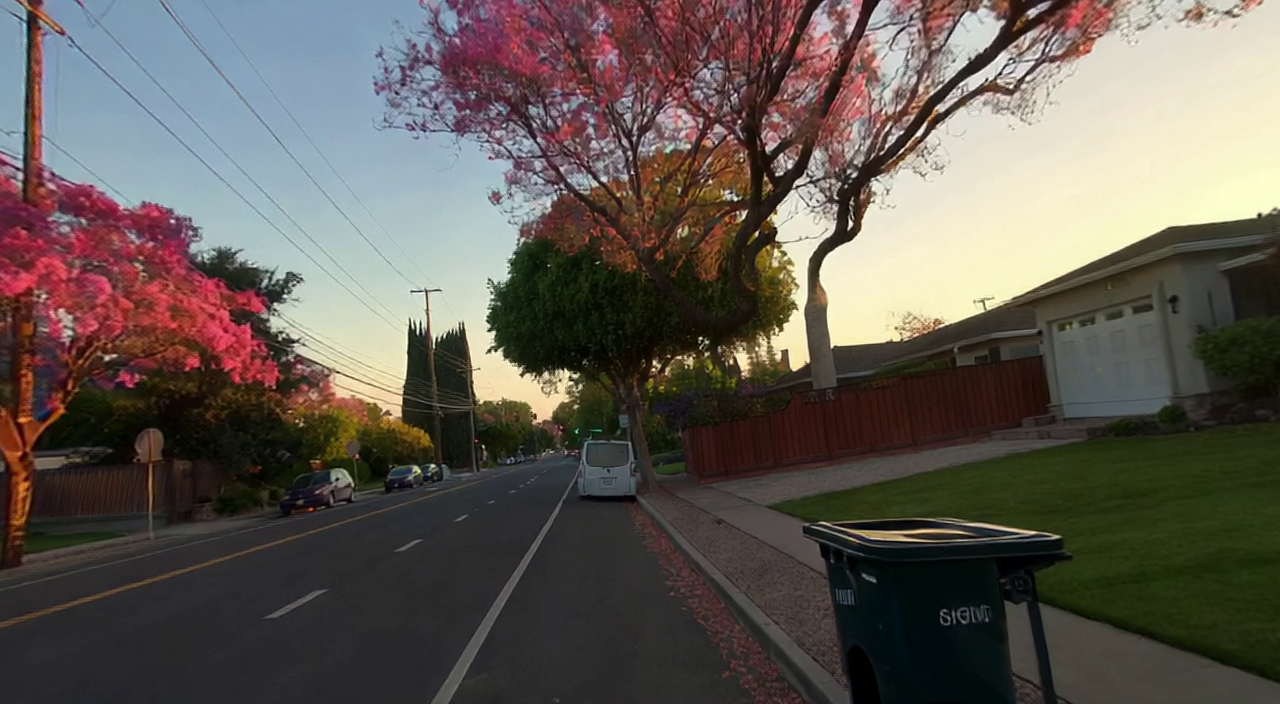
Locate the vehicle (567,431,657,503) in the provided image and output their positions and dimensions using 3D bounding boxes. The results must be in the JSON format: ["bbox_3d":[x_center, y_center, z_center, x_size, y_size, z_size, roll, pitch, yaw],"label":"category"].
[{"bbox_3d":[-0.825,3.080,17.386,2.190,1.708,4.115,0,-8,-4],"label":"vehicle"}]

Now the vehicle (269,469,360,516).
[{"bbox_3d":[-13.763,5.921,26.985,1.982,1.660,4.142,1,-8,-6],"label":"vehicle"}]
